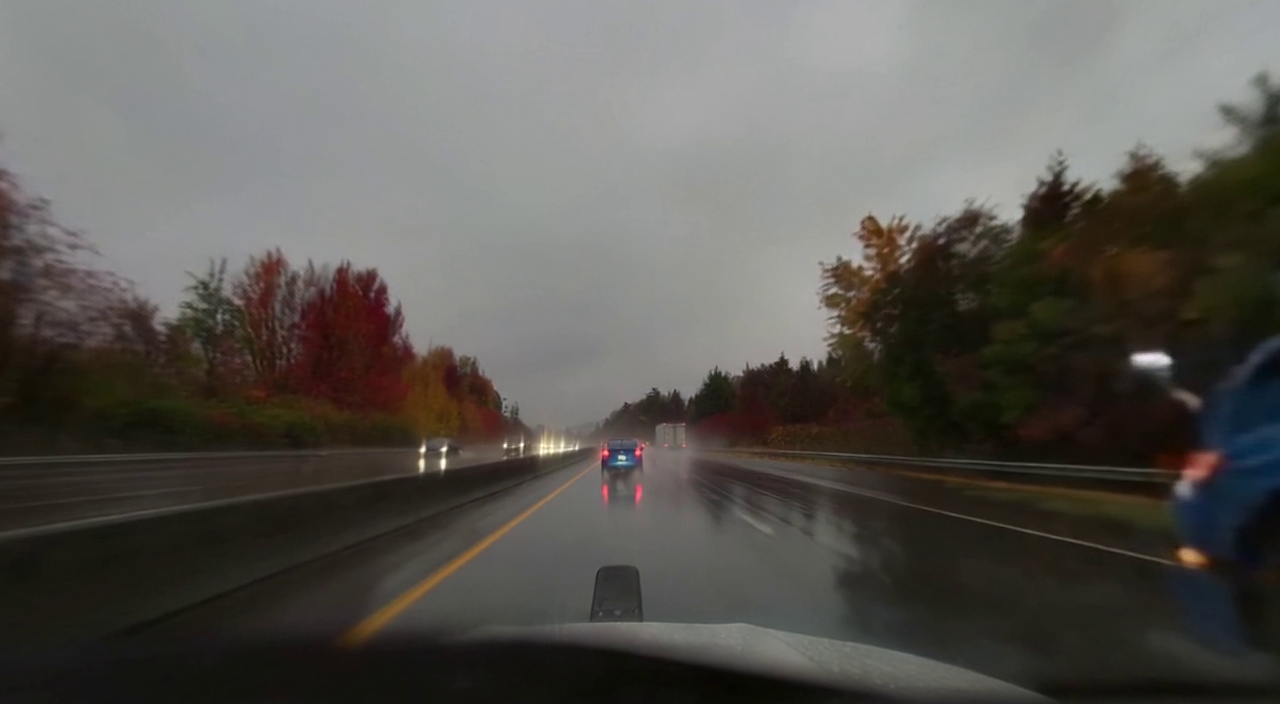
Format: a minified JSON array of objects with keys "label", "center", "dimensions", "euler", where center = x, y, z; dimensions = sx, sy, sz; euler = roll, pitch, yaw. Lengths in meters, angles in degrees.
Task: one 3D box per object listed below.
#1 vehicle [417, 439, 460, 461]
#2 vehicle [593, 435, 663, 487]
[{"label":"vehicle","center":[-14.489,7.055,45.228],"dimensions":[1.847,1.502,3.929],"euler":[0,-9,-1]},{"label":"vehicle","center":[-0.397,3.590,20.861],"dimensions":[2.099,1.506,4.097],"euler":[0,-9,-1]}]
